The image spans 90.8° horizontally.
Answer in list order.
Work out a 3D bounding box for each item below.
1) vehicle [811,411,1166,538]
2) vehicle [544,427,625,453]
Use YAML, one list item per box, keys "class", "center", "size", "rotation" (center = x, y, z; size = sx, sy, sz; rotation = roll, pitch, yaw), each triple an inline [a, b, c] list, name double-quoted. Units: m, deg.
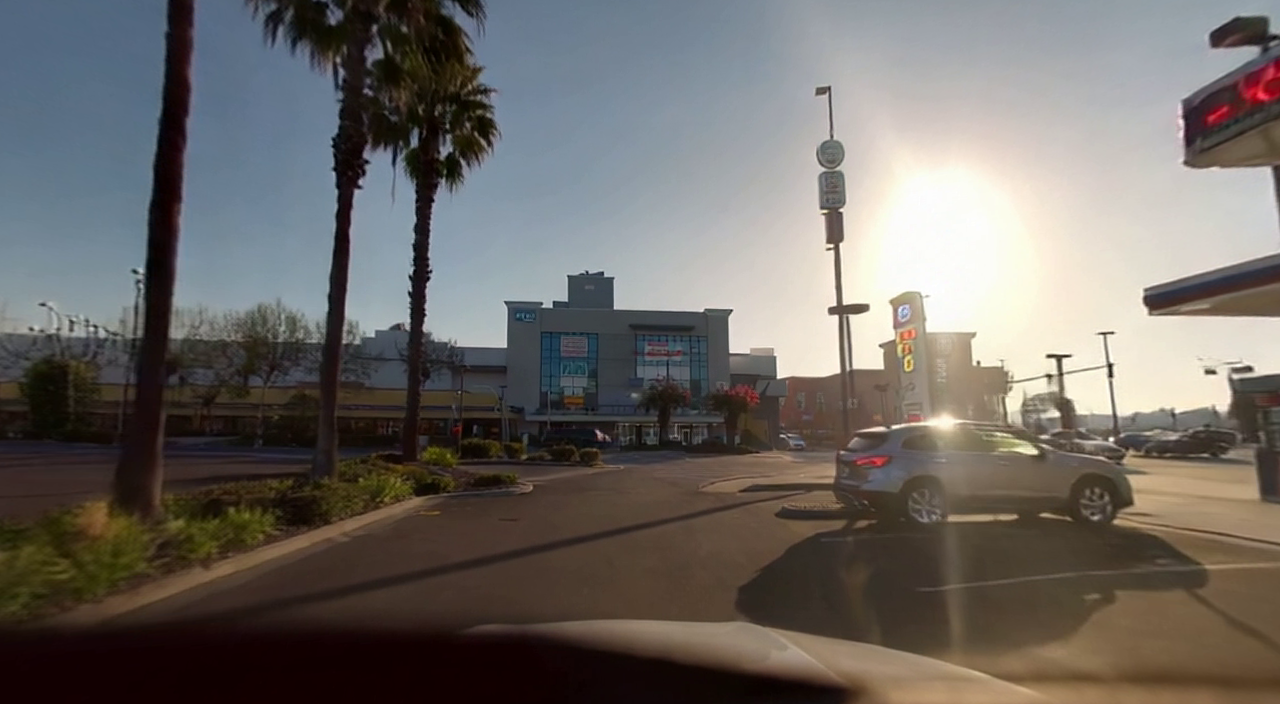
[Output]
- class: "vehicle"
  center: [5.452, 1.938, 10.412]
  size: [4.560, 1.818, 2.148]
  rotation: [0, -8, -4]
- class: "vehicle"
  center: [-4.046, 6.470, 46.640]
  size: [5.763, 1.840, 2.077]
  rotation: [0, -8, -2]
